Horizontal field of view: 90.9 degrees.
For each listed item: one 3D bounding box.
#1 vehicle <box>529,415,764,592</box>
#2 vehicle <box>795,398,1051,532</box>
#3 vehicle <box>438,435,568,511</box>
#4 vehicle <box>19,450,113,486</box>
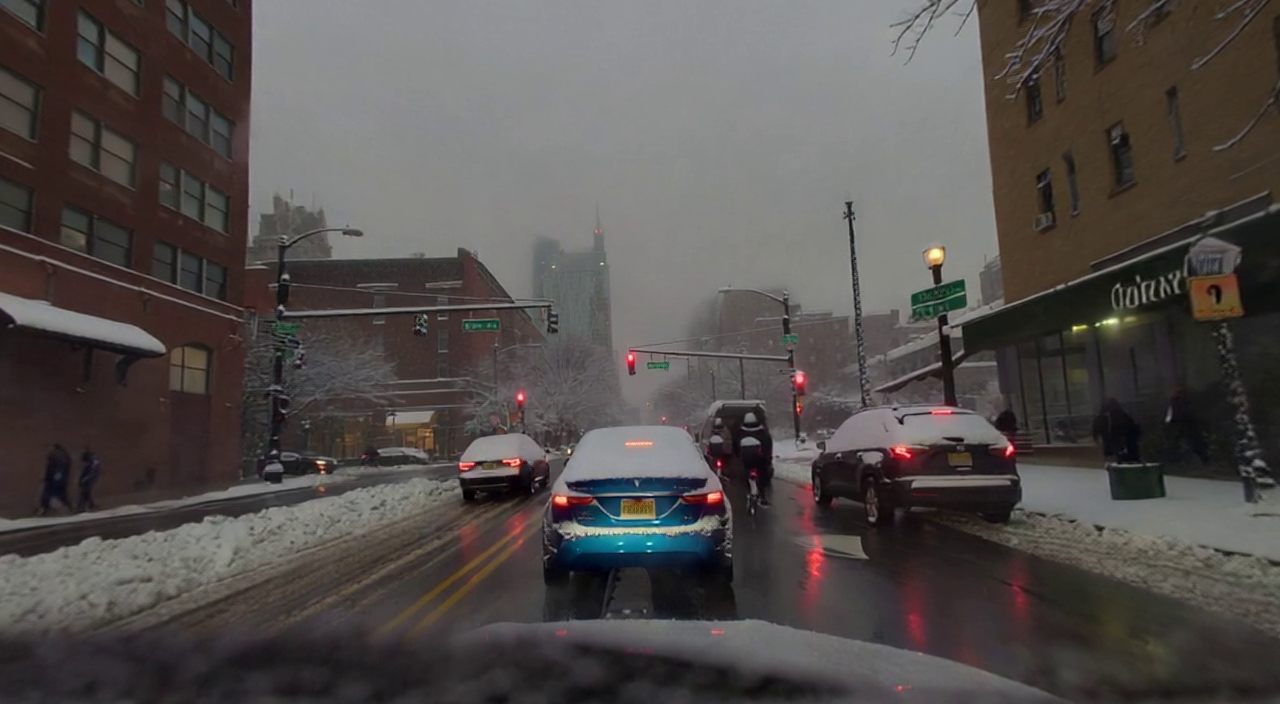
[{"bbox_3d":[0.035,1.652,7.700,2.091,1.557,4.000,0,-9,-1],"label":"vehicle"},{"bbox_3d":[4.515,1.917,11.145,2.142,1.829,4.767,0,-9,-2],"label":"vehicle"},{"bbox_3d":[-2.939,2.711,14.635,2.039,1.452,4.489,0,-9,0],"label":"vehicle"},{"bbox_3d":[-30.231,6.081,33.399,2.264,1.722,4.721,4,-9,-25],"label":"vehicle"}]
